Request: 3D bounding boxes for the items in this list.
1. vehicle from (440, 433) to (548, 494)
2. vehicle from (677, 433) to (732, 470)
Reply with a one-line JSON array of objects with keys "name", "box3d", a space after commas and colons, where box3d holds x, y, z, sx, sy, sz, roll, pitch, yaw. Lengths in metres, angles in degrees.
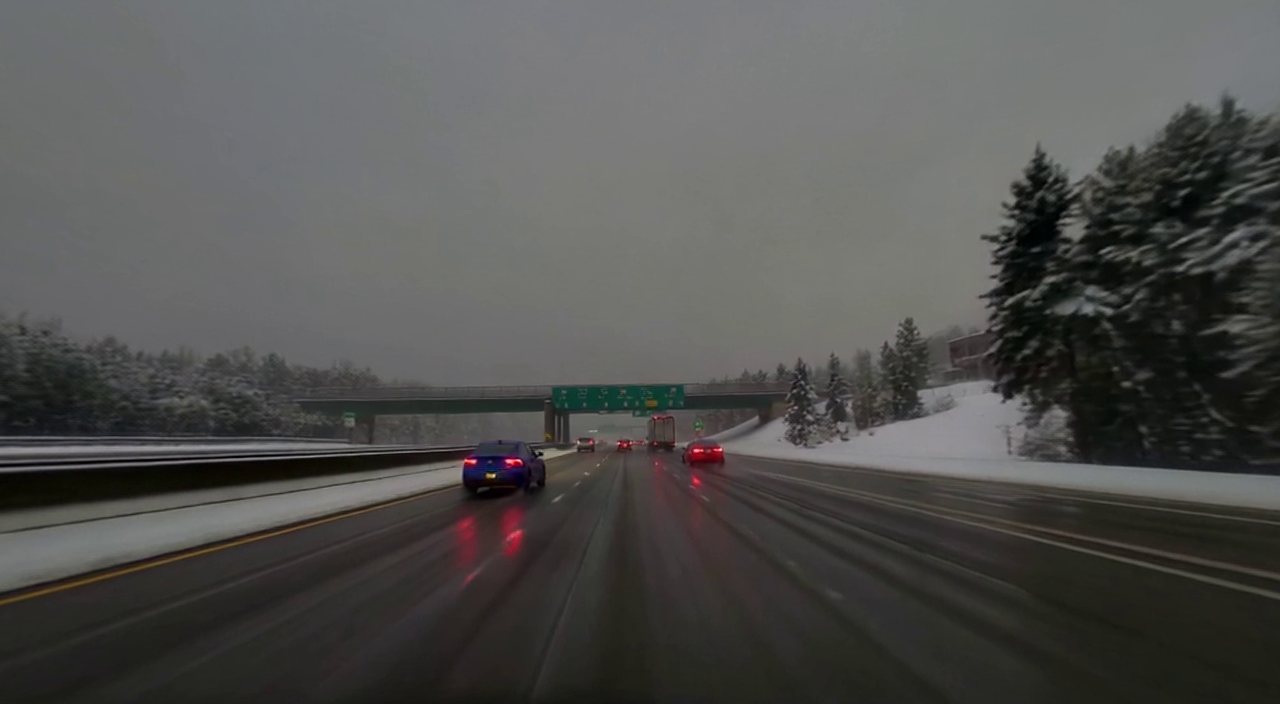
[{"name": "vehicle", "box3d": [-3.955, 3.103, 17.898, 2.064, 1.479, 4.370, 0, -8, 0]}, {"name": "vehicle", "box3d": [3.022, 4.744, 30.319, 2.001, 1.625, 4.088, 0, -8, -3]}]
